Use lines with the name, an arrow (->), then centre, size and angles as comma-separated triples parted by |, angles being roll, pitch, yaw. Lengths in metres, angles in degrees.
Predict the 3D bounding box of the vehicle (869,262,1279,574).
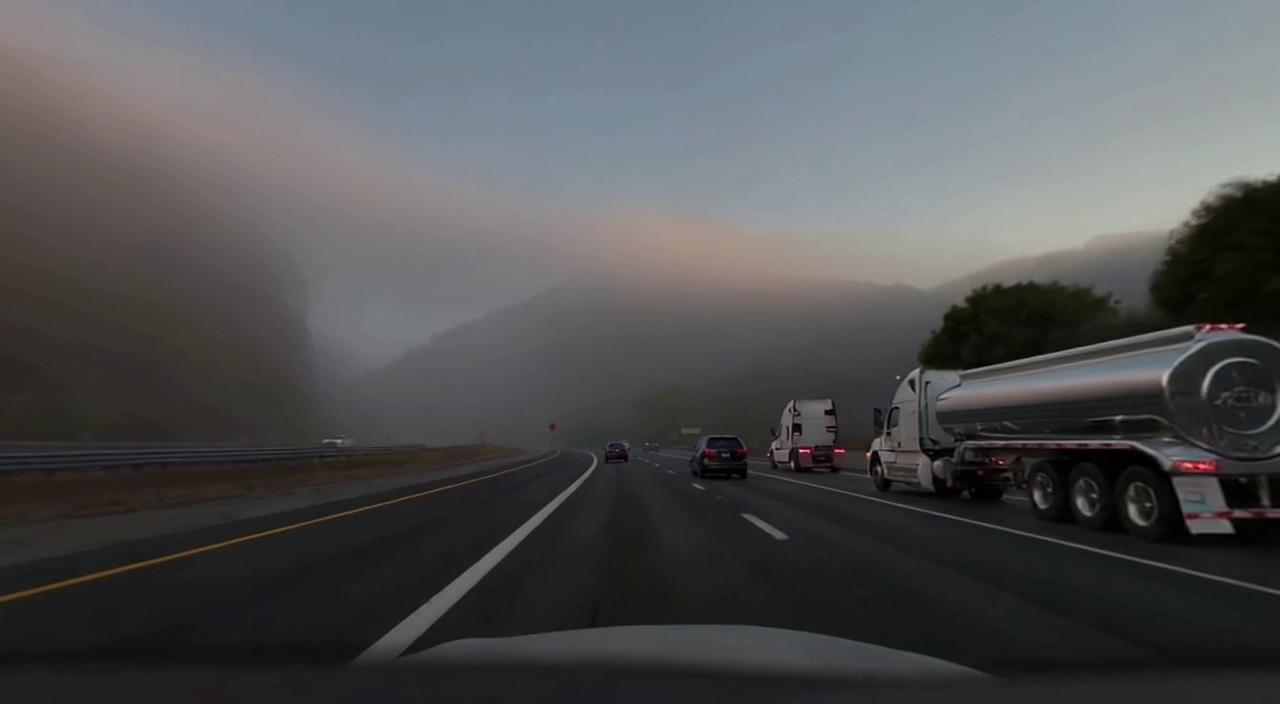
vehicle -> 7.499, 1.360, 11.479 | 2.805, 3.212, 9.978 | 0, -8, -1

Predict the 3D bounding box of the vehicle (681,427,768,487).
vehicle -> 2.723, 3.509, 21.465 | 2.098, 1.794, 4.561 | 1, -8, -3

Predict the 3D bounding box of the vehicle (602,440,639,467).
vehicle -> -1.193, 6.028, 37.652 | 2.083, 1.477, 3.965 | 1, -8, -3
